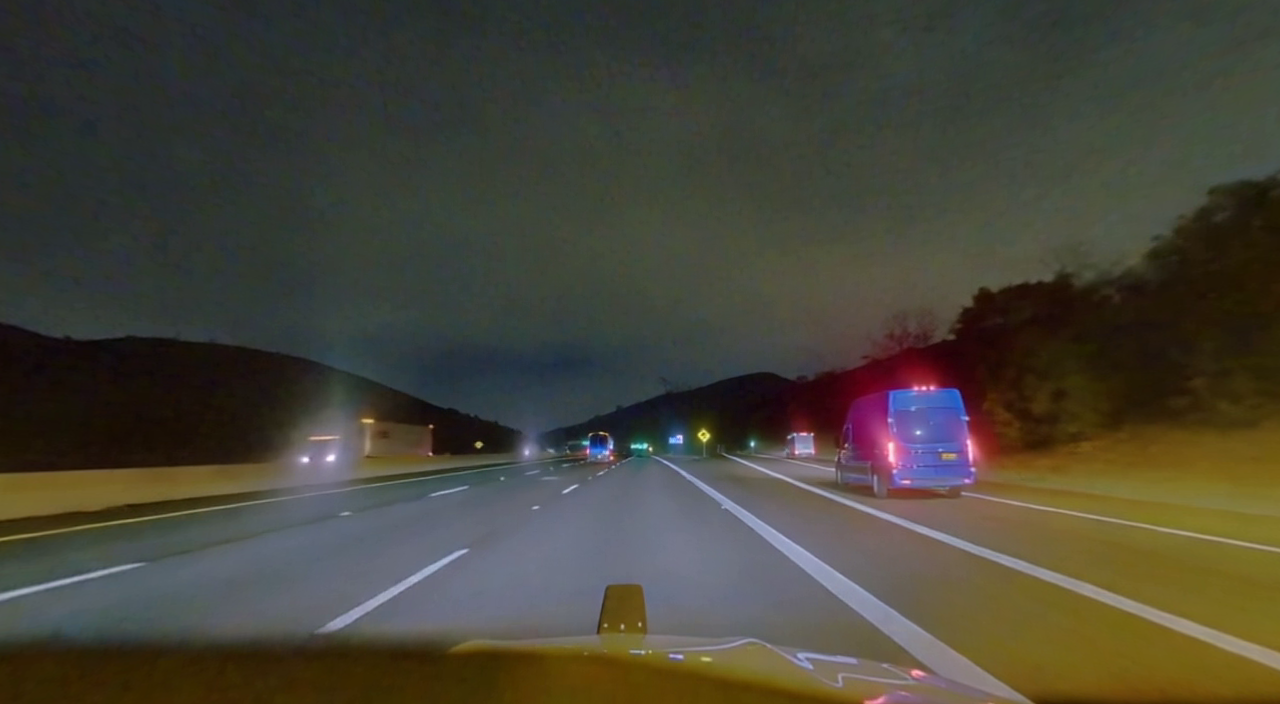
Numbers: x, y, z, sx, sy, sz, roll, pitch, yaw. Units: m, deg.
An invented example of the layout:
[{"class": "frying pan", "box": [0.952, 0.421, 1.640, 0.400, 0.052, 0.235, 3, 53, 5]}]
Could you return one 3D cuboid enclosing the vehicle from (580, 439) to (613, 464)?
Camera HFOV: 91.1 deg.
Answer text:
[{"class": "vehicle", "box": [-3.325, 7.676, 48.548, 2.169, 1.849, 4.639, 0, -8, 1]}]
